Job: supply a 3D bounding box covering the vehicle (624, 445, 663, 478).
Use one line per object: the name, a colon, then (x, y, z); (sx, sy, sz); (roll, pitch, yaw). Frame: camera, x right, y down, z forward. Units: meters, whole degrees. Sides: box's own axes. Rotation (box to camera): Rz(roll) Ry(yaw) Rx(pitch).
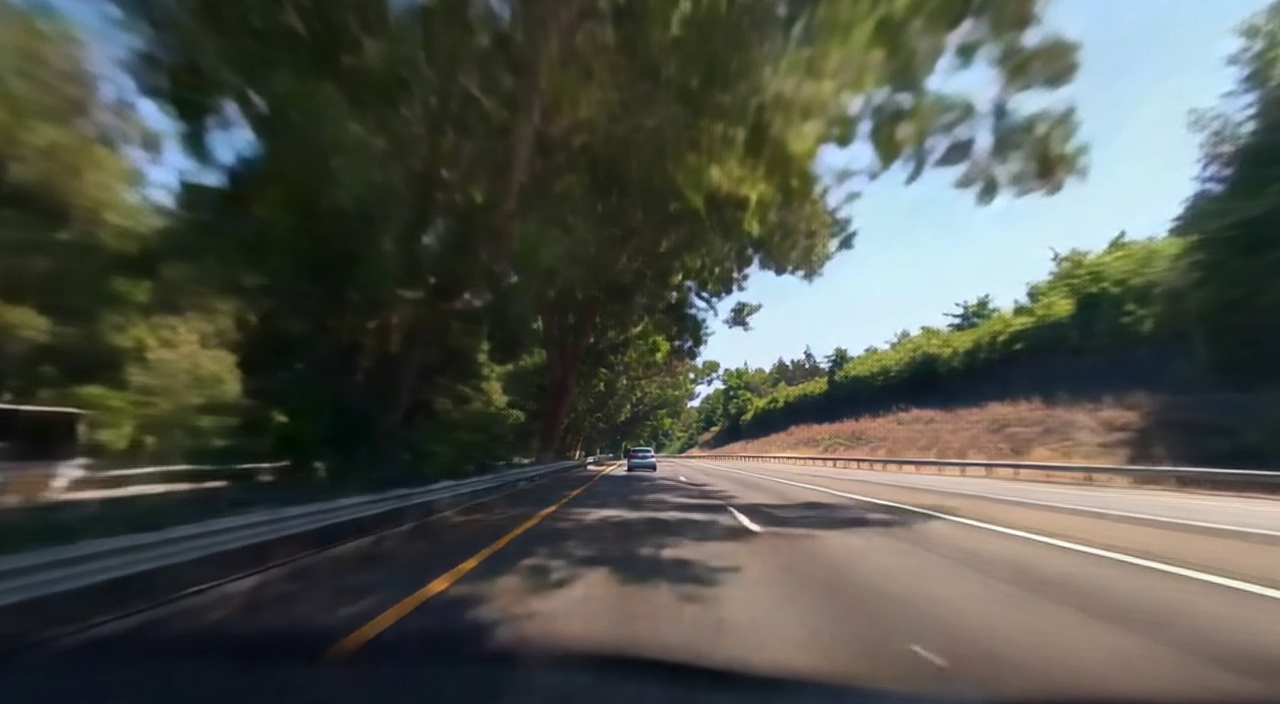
vehicle: (0.164, 5.885, 33.945); (1.987, 1.658, 3.620); (0, -9, -1)
